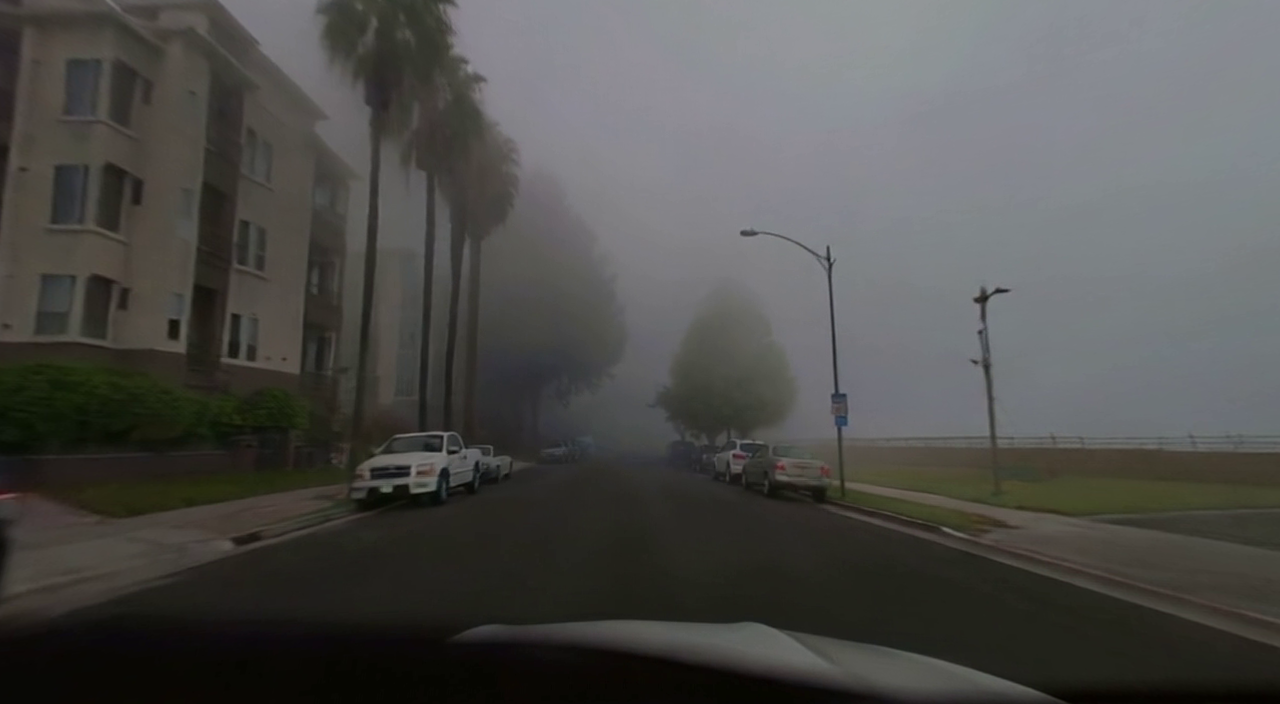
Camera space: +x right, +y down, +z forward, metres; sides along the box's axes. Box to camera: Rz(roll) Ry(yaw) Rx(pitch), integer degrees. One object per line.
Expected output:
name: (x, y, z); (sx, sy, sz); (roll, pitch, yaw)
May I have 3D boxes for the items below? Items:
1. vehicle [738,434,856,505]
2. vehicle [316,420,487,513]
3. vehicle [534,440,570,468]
vehicle: (4.390, 3.351, 18.539); (1.969, 1.782, 4.677); (0, -9, -4)
vehicle: (-5.681, 2.834, 16.090); (2.358, 1.905, 5.615); (0, -9, -2)
vehicle: (-6.035, 7.012, 43.665); (1.947, 1.806, 4.413); (1, -8, -2)
